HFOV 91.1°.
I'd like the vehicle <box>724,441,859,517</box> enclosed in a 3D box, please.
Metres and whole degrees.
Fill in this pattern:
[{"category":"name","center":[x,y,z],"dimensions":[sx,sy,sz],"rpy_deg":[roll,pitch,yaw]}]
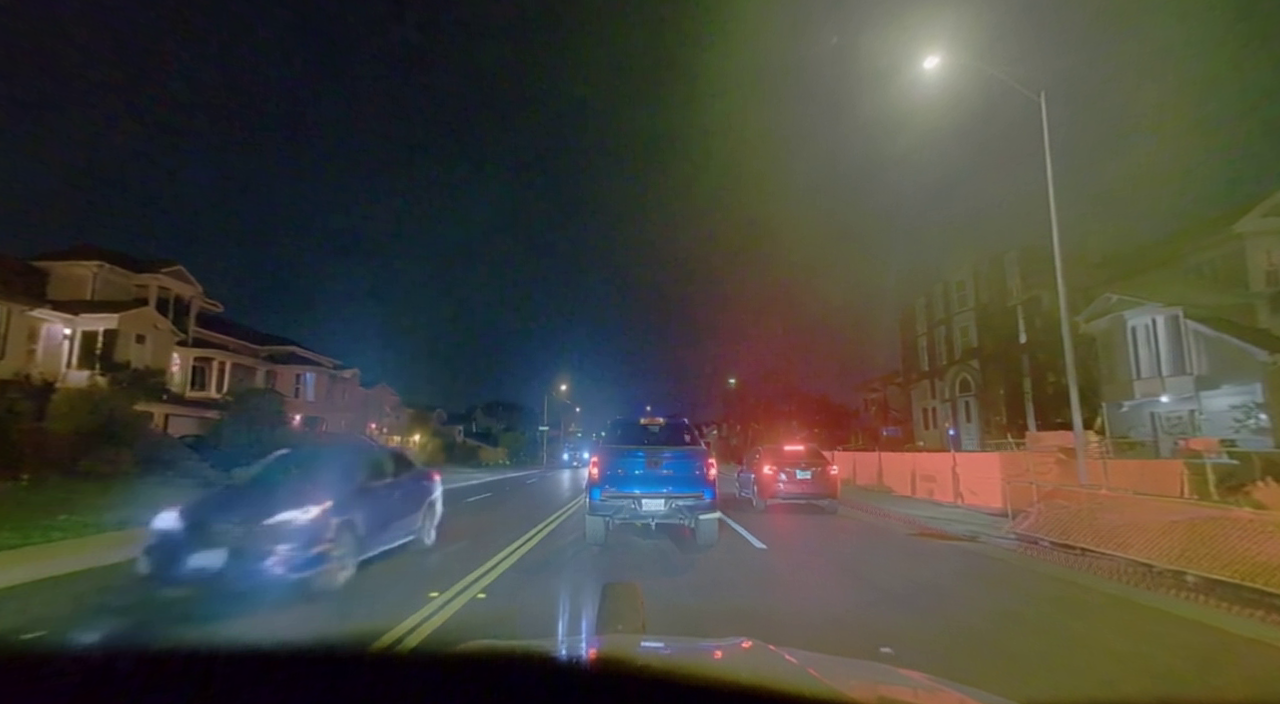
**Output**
[{"category":"vehicle","center":[3.323,2.866,14.793],"dimensions":[2.010,1.499,4.481],"rpy_deg":[0,-9,-1]}]

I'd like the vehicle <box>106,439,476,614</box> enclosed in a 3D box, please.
[{"category":"vehicle","center":[-3.711,1.898,7.898],"dimensions":[2.010,1.533,4.495],"rpy_deg":[0,-9,1]}]

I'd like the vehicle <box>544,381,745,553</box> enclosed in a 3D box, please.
[{"category":"vehicle","center":[0.079,2.050,11.902],"dimensions":[2.751,2.361,6.347],"rpy_deg":[0,-9,0]}]
